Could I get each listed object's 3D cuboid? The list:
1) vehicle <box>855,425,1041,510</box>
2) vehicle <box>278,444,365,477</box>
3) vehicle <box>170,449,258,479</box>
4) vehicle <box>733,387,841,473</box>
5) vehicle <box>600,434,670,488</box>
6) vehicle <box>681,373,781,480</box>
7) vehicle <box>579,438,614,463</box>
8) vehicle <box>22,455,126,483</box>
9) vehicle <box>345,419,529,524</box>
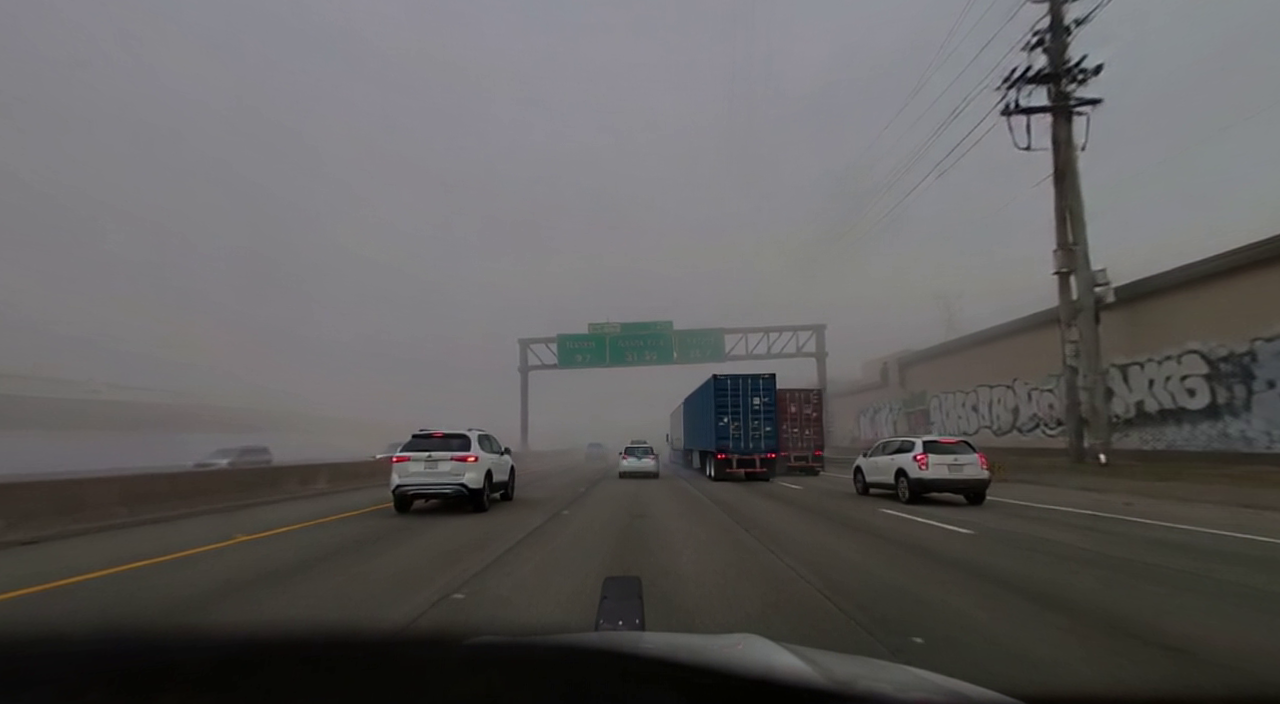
[{"bbox_3d":[7.148,2.736,15.411,2.202,1.731,4.628,0,-9,0],"label":"vehicle"},{"bbox_3d":[-15.813,5.383,31.704,1.920,1.507,4.968,0,-9,-2],"label":"vehicle"},{"bbox_3d":[-22.706,5.959,33.892,1.774,1.432,4.377,0,-9,-2],"label":"vehicle"},{"bbox_3d":[7.858,4.633,36.135,2.868,4.017,12.827,0,-9,-1],"label":"vehicle"},{"bbox_3d":[-0.158,3.727,21.856,2.191,1.685,4.015,0,-9,0],"label":"vehicle"},{"bbox_3d":[3.887,3.806,30.578,2.800,4.039,13.179,0,-9,0],"label":"vehicle"},{"bbox_3d":[-3.289,7.614,48.977,2.243,1.820,4.473,0,-9,2],"label":"vehicle"},{"bbox_3d":[-32.689,6.730,36.712,1.823,1.464,4.887,1,-9,-5],"label":"vehicle"},{"bbox_3d":[-3.955,2.434,13.368,2.264,1.804,4.584,0,-9,1],"label":"vehicle"}]
